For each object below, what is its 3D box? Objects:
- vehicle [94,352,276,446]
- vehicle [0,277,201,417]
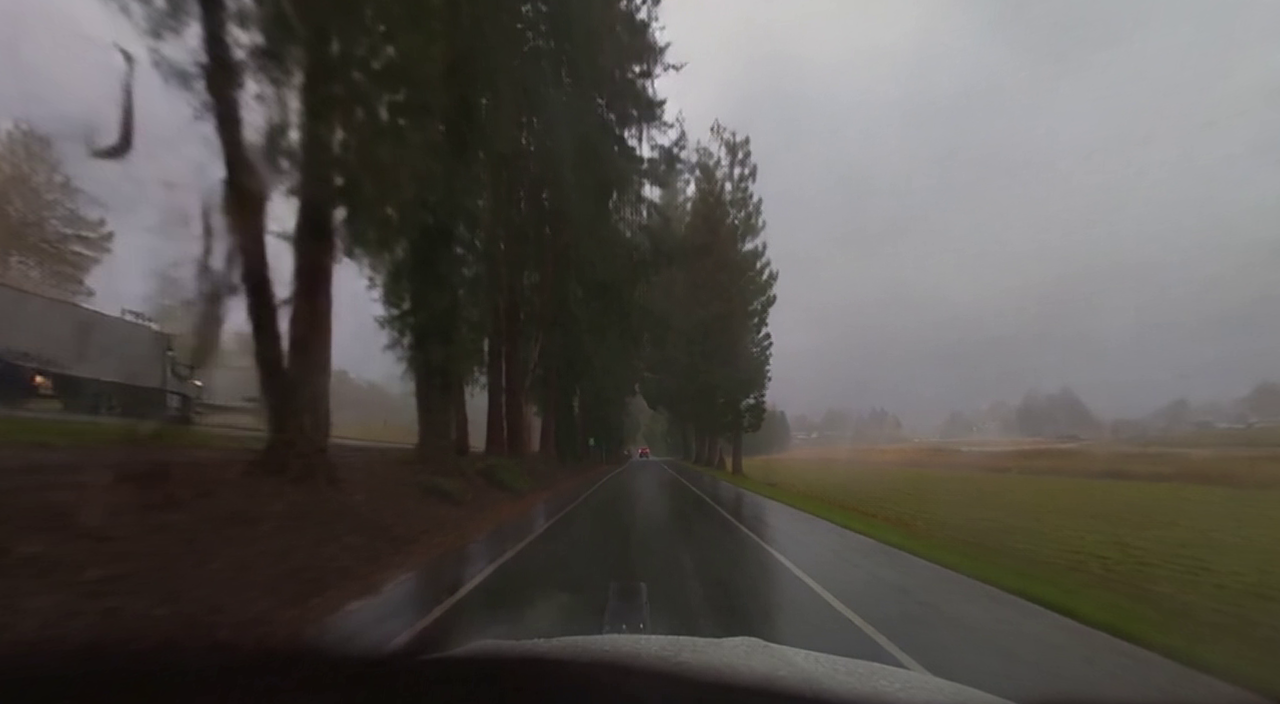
[{"bbox_3d":[-23.738,2.657,33.772,3.022,4.324,8.607,-1,-7,2],"label":"vehicle"},{"bbox_3d":[-24.653,-0.333,23.971,3.314,4.163,16.558,-1,-11,3],"label":"vehicle"}]
